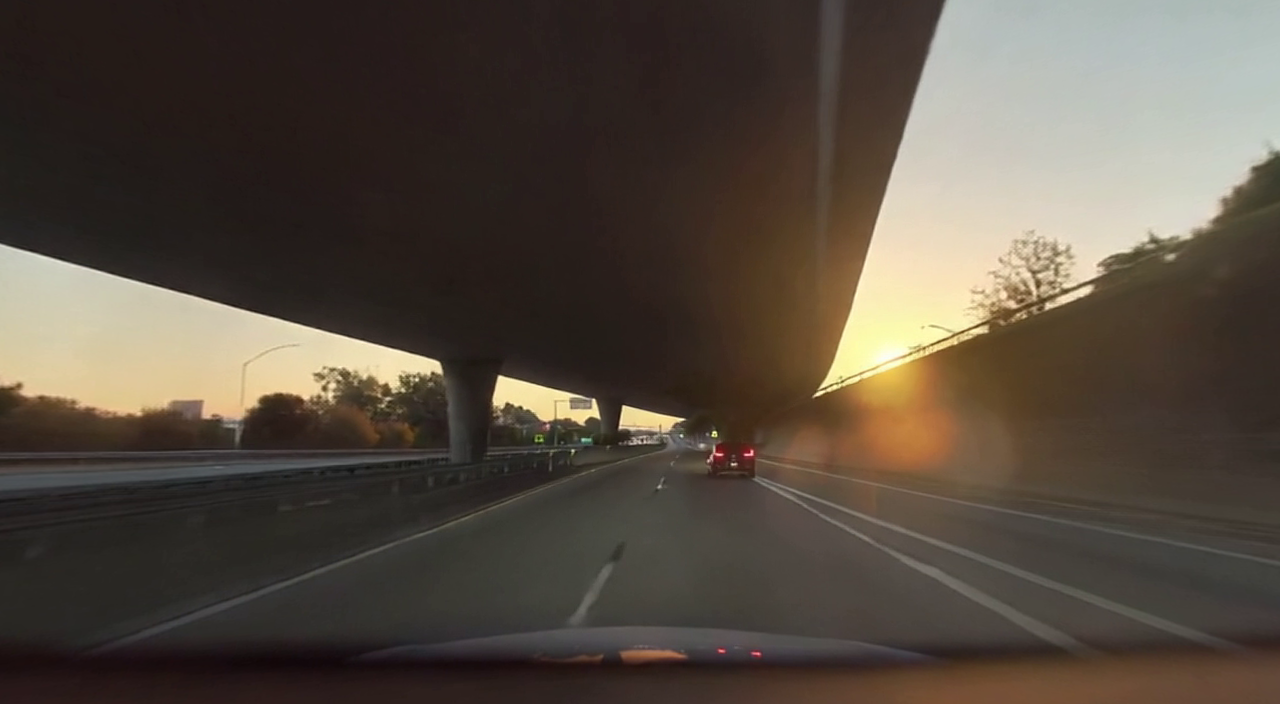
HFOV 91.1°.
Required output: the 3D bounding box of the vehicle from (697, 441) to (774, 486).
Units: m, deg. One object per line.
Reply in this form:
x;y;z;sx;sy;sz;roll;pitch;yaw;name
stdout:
3.239;3.870;22.186;2.124;1.405;4.398;0;-8;1;vehicle
